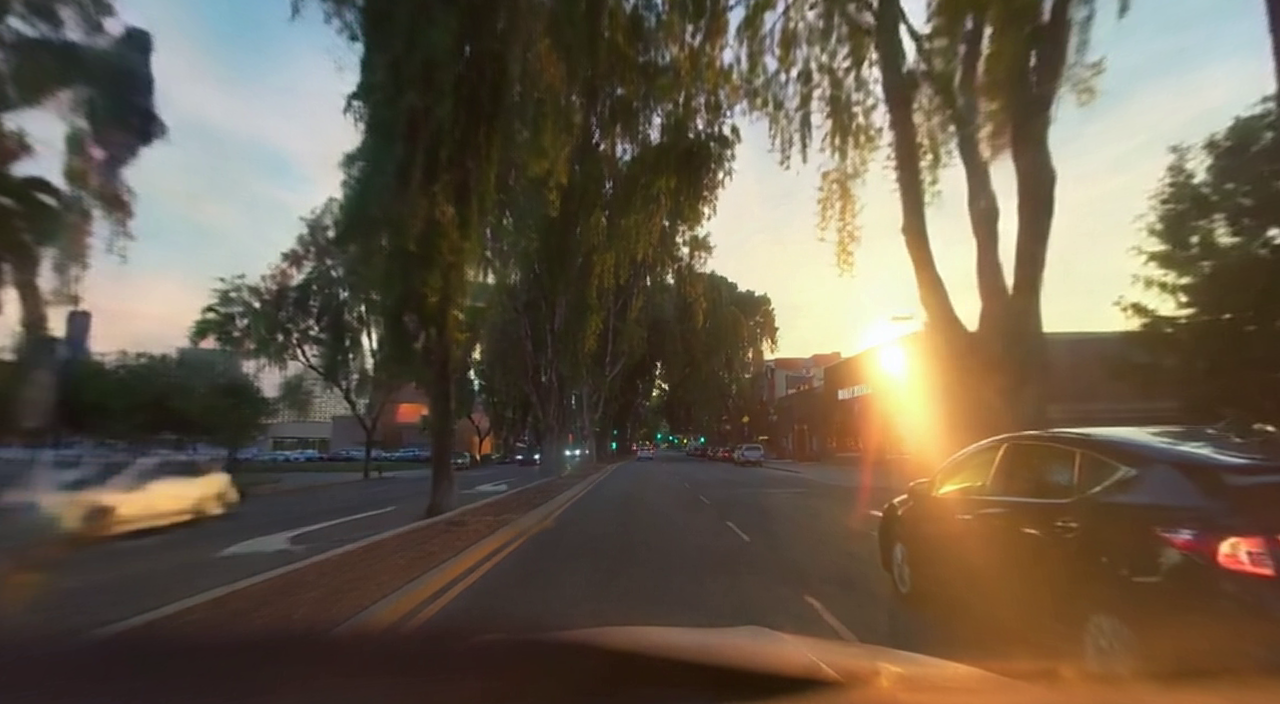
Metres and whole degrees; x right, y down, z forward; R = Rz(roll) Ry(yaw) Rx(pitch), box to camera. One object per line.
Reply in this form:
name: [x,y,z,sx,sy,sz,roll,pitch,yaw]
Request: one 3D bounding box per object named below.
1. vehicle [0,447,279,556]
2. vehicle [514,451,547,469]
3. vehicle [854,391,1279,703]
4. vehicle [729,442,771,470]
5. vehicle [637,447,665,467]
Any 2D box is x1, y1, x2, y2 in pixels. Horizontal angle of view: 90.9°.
vehicle: [-8.462,2.396,10.881,1.922,1.464,4.201,0,-8,1]
vehicle: [-8.415,8.322,48.619,1.748,1.278,4.300,0,-8,0]
vehicle: [3.037,1.151,3.870,1.989,1.498,4.050,0,-8,0]
vehicle: [7.582,7.180,43.776,2.050,1.838,4.535,0,-8,0]
vehicle: [0.737,7.564,45.555,1.945,1.343,3.827,0,-8,0]
